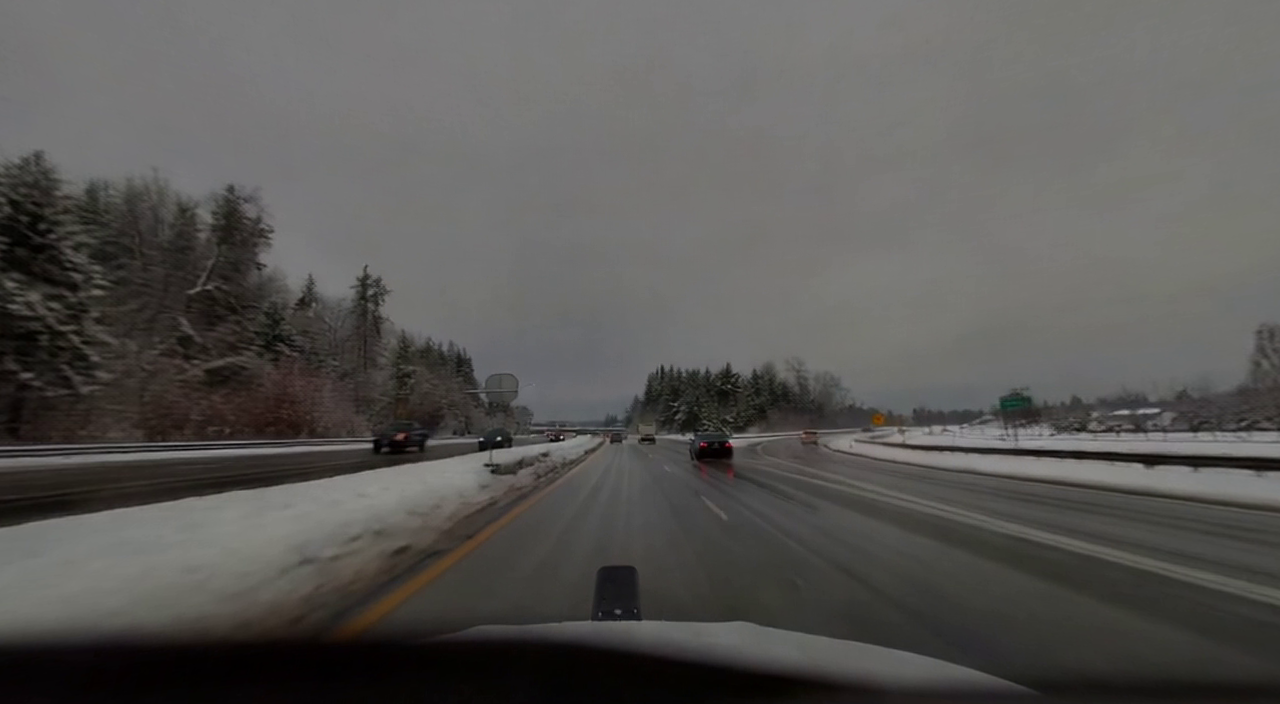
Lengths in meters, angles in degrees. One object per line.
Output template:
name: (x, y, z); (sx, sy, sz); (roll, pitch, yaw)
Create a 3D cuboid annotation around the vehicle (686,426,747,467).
vehicle: (3.149, 3.958, 26.641); (1.938, 1.578, 3.764); (0, -7, -3)

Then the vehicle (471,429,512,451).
vehicle: (-10.132, 6.002, 43.242); (1.972, 1.443, 4.342); (0, -7, -3)

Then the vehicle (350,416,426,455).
vehicle: (-13.702, 4.605, 34.667); (2.146, 1.969, 5.211); (0, -7, -1)
